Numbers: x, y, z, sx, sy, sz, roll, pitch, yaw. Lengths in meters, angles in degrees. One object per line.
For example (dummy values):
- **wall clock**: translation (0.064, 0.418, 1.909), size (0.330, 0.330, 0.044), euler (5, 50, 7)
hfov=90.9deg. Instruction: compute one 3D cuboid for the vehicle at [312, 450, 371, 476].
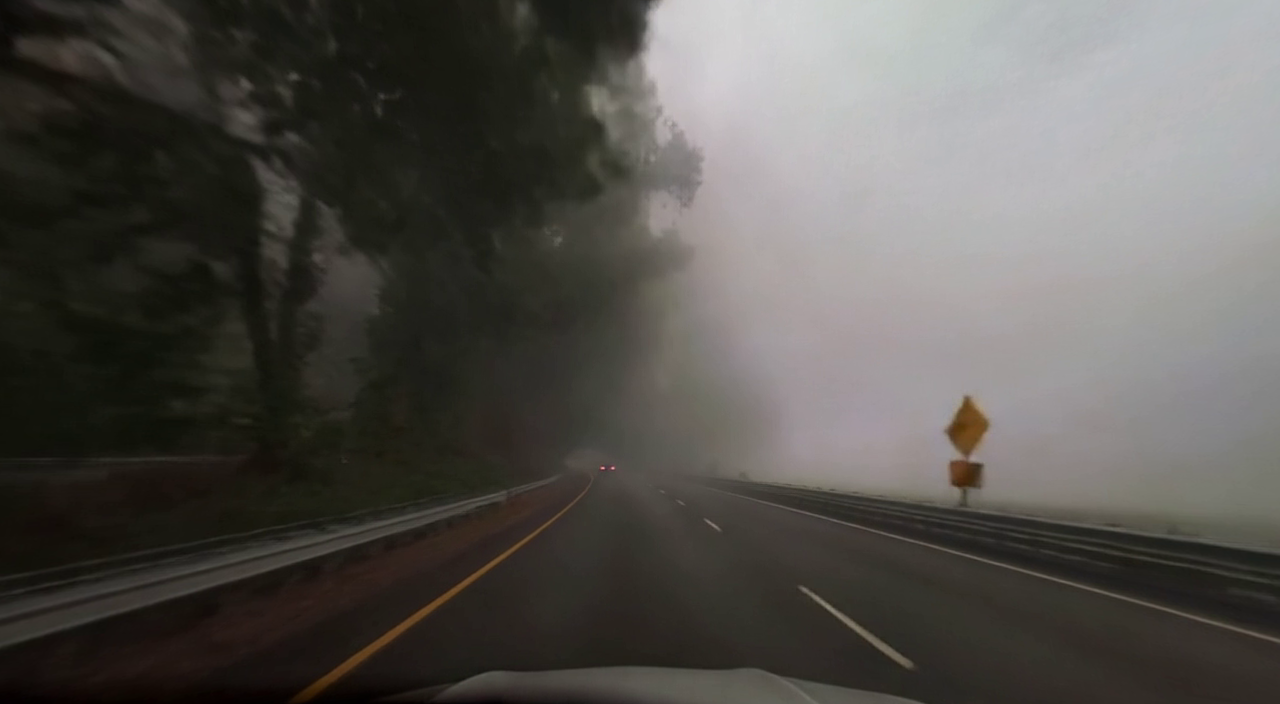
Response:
- **vehicle**: translation (-17.840, 6.692, 37.861), size (1.755, 1.425, 3.768), euler (1, -10, -1)
